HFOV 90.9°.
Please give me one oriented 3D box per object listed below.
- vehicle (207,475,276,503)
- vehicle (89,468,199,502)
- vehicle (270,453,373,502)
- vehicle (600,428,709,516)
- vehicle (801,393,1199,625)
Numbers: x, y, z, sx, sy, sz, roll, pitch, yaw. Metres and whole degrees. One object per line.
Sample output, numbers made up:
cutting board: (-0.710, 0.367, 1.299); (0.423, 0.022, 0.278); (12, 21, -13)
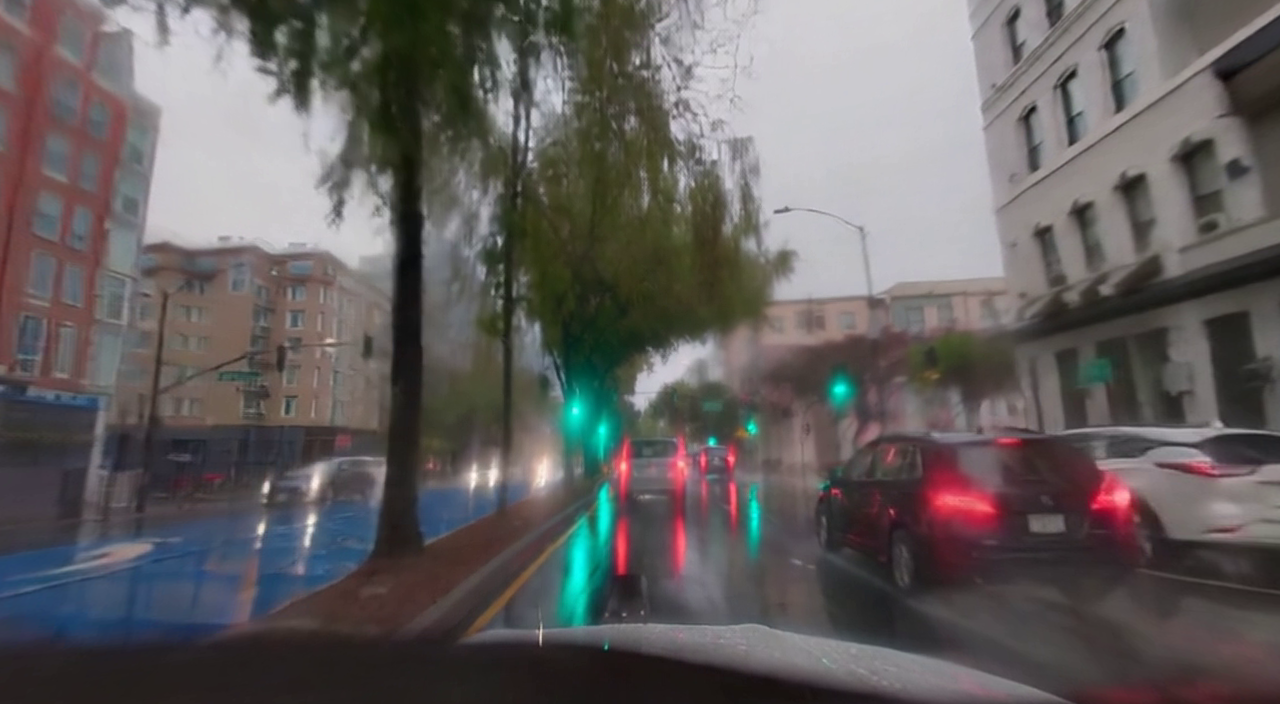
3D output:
vehicle: (-27.207, 9.352, 43.140); (3.416, 1.466, 1.840); (3, -6, 0)
vehicle: (-28.917, 7.755, 36.876); (4.558, 1.818, 2.120); (0, -9, 1)
vehicle: (-13.598, 5.343, 27.297); (1.914, 1.889, 4.585); (-1, -9, 2)
vehicle: (0.319, 2.758, 14.883); (2.209, 1.748, 4.130); (0, -9, 1)
vehicle: (3.262, 1.520, 6.916); (1.939, 1.746, 4.091); (0, -9, 1)
